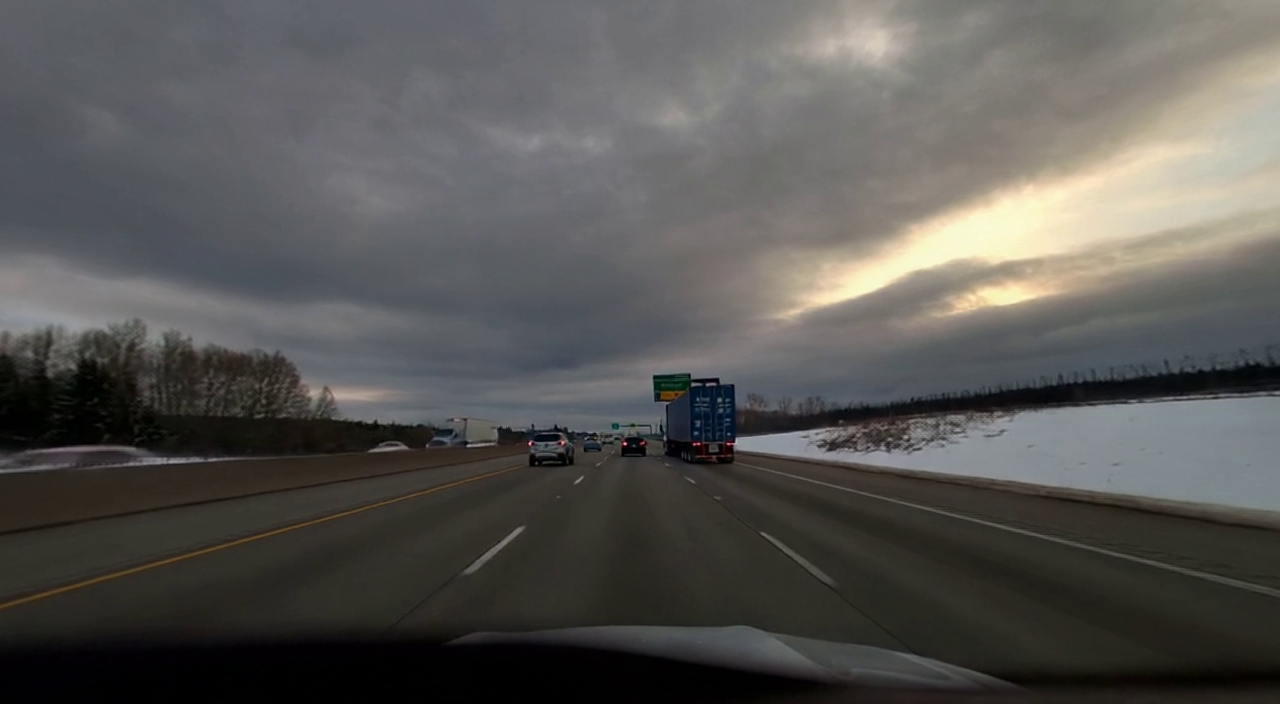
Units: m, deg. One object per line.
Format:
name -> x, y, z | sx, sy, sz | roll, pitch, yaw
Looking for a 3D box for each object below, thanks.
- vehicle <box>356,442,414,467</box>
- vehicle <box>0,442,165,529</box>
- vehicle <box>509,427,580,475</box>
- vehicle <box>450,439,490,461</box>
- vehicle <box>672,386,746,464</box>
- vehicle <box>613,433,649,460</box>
vehicle -> -16.239, 6.528, 40.254 | 1.863, 1.501, 4.305 | 0, -8, 0
vehicle -> -12.485, 2.616, 12.829 | 1.954, 1.527, 4.652 | 0, -8, -1
vehicle -> -3.558, 3.770, 24.306 | 2.054, 1.671, 4.445 | 0, -8, 0
vehicle -> -12.498, 7.192, 46.410 | 1.871, 1.495, 3.907 | 0, -8, 0
vehicle -> 3.619, 4.154, 35.084 | 2.883, 3.836, 7.894 | 0, -8, -2
vehicle -> -0.576, 5.853, 39.041 | 2.088, 1.567, 4.240 | 0, -8, -1
